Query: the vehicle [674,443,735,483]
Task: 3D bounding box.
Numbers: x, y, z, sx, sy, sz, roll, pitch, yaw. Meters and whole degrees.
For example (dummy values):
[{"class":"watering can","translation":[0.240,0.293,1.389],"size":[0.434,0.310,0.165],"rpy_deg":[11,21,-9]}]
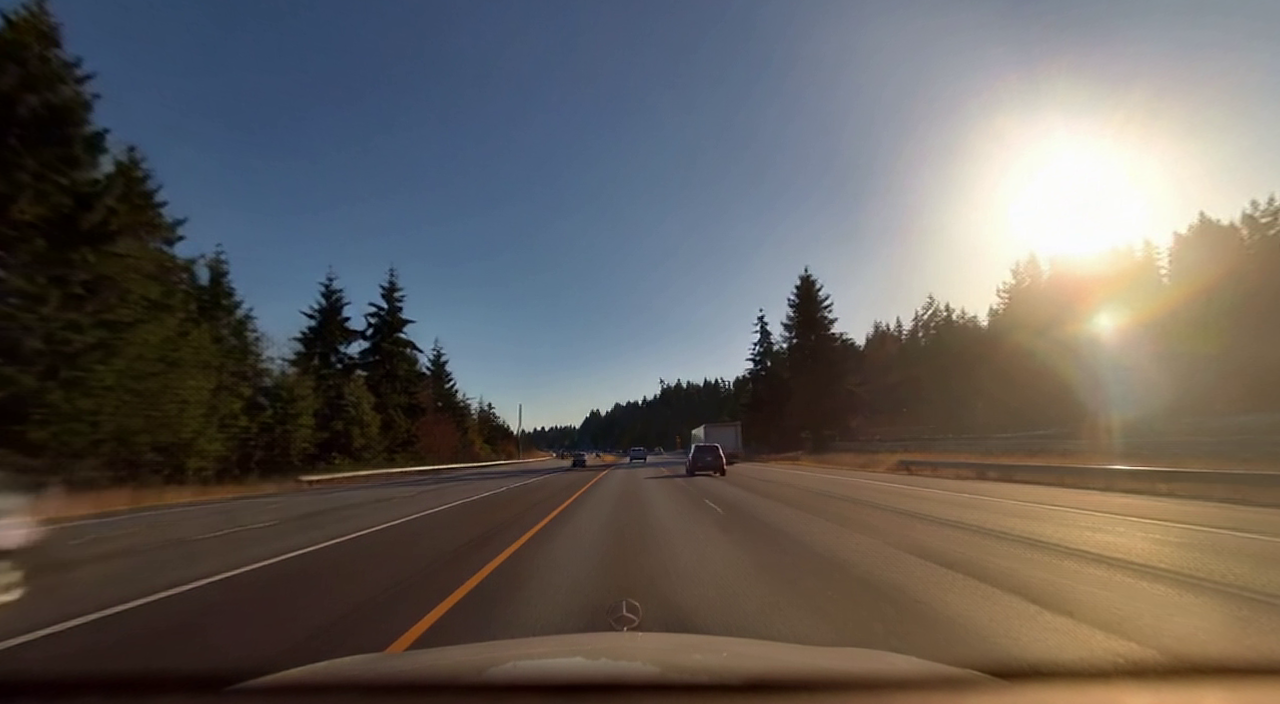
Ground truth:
[{"class":"vehicle","translation":[2.787,4.915,28.176],"size":[2.123,1.620,4.959],"rpy_deg":[0,-9,-1]}]
